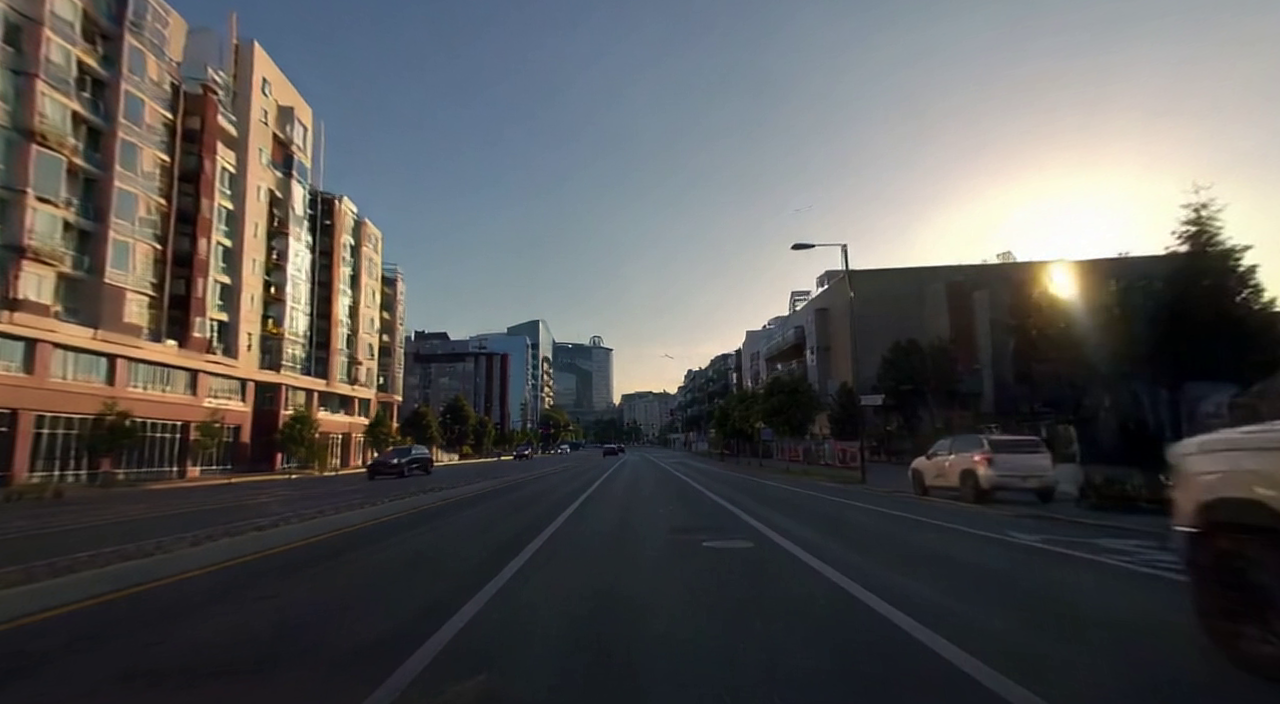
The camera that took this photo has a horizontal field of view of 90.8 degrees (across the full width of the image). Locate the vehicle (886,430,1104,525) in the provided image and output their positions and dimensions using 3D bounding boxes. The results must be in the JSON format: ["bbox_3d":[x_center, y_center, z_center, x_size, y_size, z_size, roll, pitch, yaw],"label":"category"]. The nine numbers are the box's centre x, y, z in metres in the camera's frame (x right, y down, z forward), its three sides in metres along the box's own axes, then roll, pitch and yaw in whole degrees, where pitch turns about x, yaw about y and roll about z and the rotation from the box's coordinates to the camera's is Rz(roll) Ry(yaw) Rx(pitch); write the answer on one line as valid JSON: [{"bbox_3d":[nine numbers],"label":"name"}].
[{"bbox_3d":[7.577,2.699,14.229,2.011,1.744,4.811,0,-9,-1],"label":"vehicle"}]

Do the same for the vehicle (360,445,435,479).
[{"bbox_3d":[-11.409,5.202,30.087,1.834,1.482,4.349,0,-9,0],"label":"vehicle"}]

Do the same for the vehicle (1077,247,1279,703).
[{"bbox_3d":[4.714,0.437,1.694,2.723,2.409,5.869,0,-9,-1],"label":"vehicle"}]
